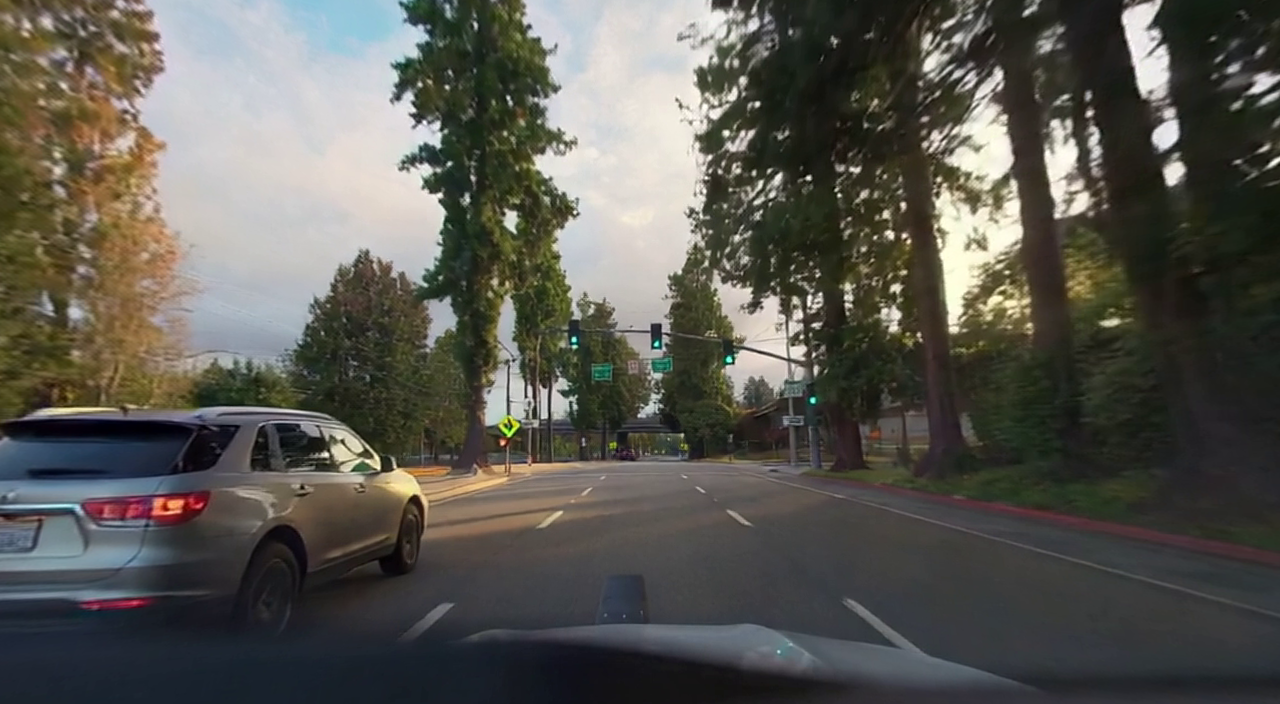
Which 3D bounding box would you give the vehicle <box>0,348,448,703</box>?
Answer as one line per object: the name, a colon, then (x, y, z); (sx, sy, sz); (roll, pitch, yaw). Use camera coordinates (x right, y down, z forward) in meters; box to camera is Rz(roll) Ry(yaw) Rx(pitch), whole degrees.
vehicle: (-3.115, 1.152, 4.806); (1.882, 1.704, 4.335); (0, -9, 0)
